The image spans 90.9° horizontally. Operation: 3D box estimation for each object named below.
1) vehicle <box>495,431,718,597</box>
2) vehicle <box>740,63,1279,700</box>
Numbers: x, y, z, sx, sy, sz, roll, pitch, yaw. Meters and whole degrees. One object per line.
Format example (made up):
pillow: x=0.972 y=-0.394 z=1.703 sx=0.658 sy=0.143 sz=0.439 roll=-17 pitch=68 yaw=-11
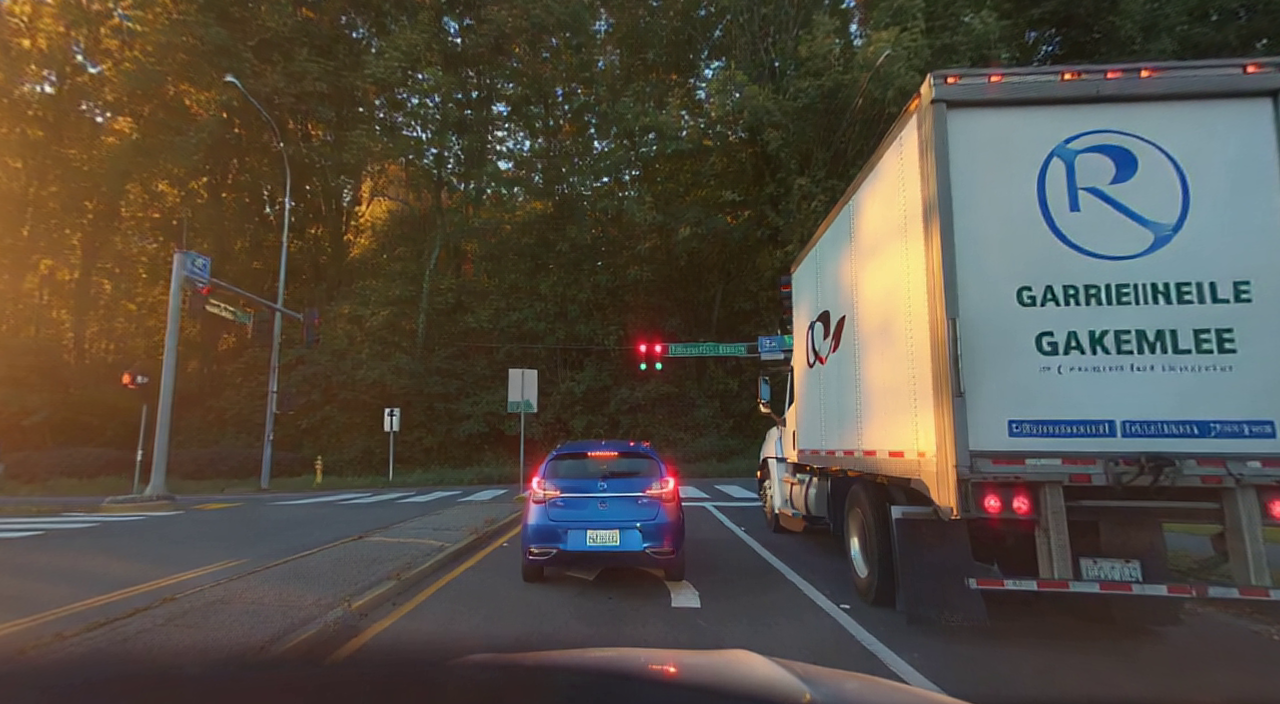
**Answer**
vehicle: x=-0.332 y=1.715 z=7.429 sx=1.975 sy=1.457 sz=3.526 roll=0 pitch=-9 yaw=-1
vehicle: x=3.507 y=0.783 z=8.528 sx=2.884 sy=3.753 sz=9.763 roll=0 pitch=-9 yaw=1
